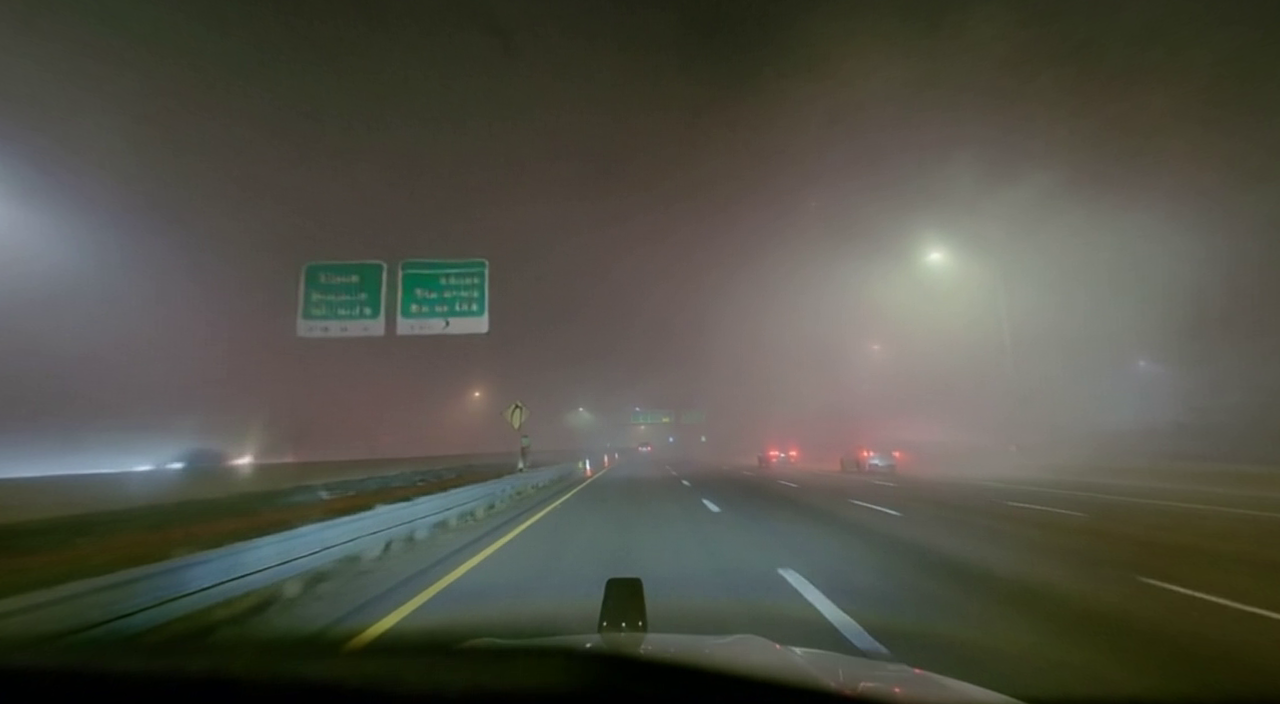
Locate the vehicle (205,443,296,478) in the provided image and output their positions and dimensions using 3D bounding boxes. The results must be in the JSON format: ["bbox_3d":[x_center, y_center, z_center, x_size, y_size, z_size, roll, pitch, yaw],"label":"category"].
[{"bbox_3d":[-20.200,5.604,32.946,1.997,1.666,4.212,0,-8,0],"label":"vehicle"}]
